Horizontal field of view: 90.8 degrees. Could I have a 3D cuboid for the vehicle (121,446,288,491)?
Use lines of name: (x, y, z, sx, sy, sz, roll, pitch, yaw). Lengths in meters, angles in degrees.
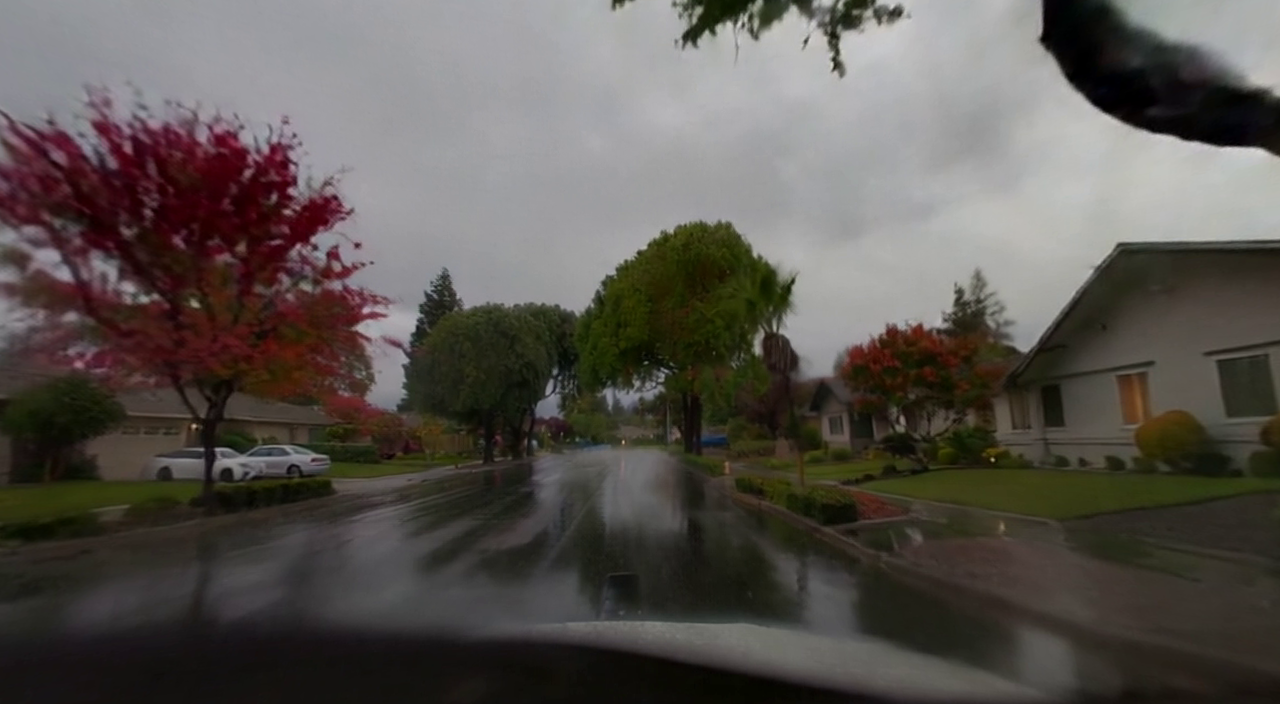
vehicle: (-15.385, 4.119, 22.572, 4.358, 1.516, 2.077, 0, -9, -3)
